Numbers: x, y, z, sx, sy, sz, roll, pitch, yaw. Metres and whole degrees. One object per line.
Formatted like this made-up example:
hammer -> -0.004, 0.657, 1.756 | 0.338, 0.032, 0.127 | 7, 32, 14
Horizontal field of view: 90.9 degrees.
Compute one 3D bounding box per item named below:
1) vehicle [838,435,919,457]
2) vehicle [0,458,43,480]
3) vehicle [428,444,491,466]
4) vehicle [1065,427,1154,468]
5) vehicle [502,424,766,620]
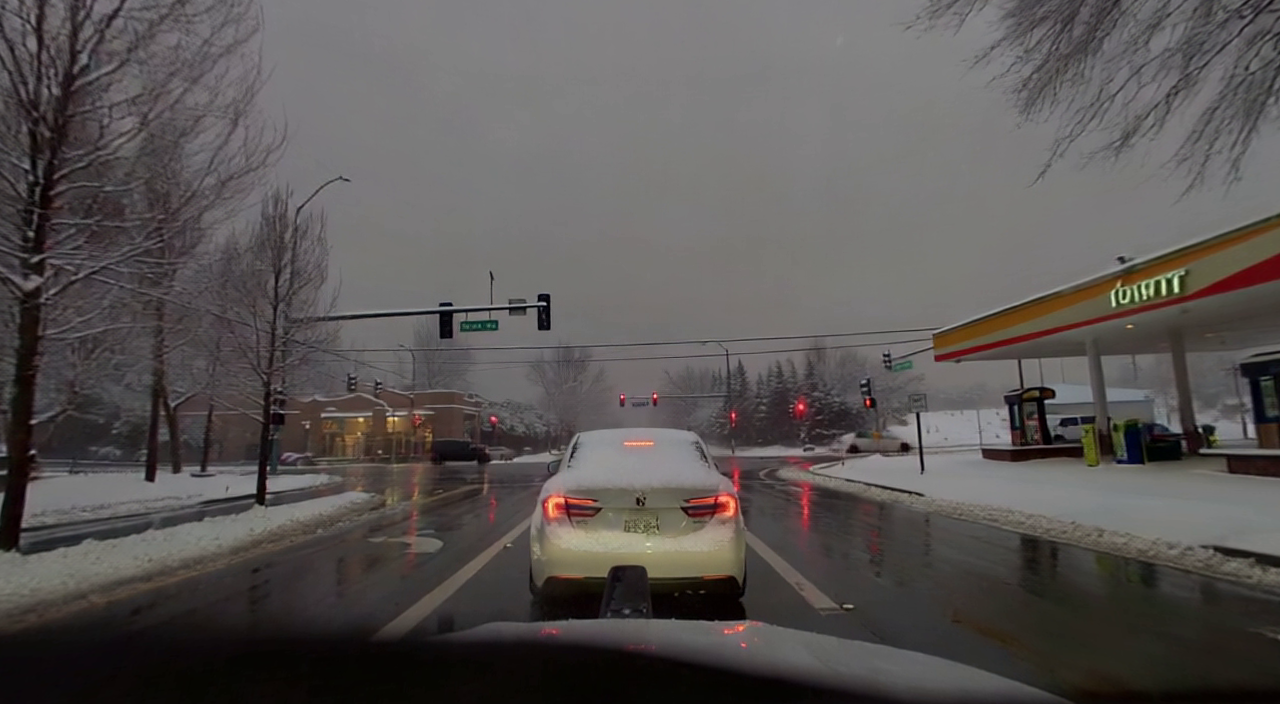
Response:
vehicle -> 16.483, 6.537, 43.690 | 4.813, 1.455, 1.889 | -1, -8, 3
vehicle -> -44.862, 8.176, 44.163 | 4.380, 1.409, 1.841 | -1, -8, 5
vehicle -> -13.097, 7.461, 45.838 | 3.975, 1.563, 1.755 | -1, -8, 5
vehicle -> 18.599, 3.755, 24.884 | 4.091, 1.495, 2.053 | 8, -12, -44
vehicle -> -0.043, 1.600, 6.908 | 2.010, 1.482, 4.057 | 0, -8, 0
